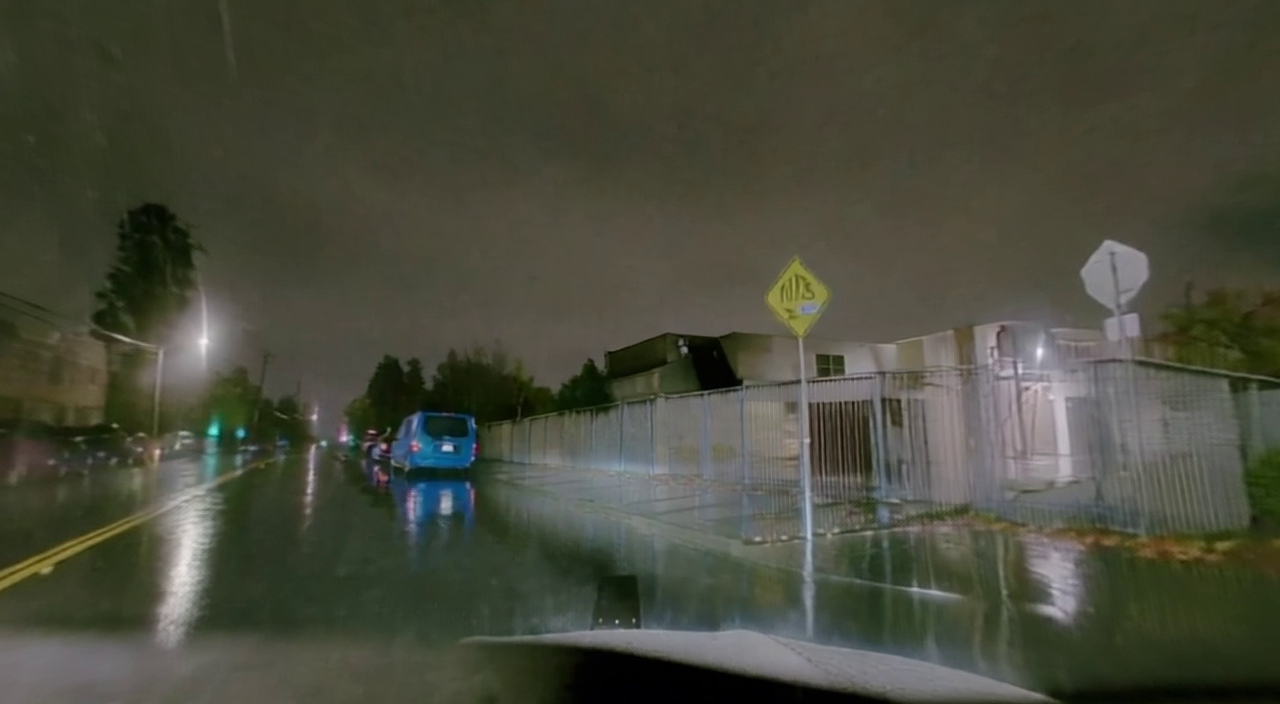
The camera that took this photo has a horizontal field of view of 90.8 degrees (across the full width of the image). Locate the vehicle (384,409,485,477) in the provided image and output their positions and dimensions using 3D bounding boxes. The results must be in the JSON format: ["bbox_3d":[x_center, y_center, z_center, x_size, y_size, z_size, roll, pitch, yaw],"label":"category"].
[{"bbox_3d":[-7.295,3.161,21.913,2.327,2.021,5.850,4,-9,-27],"label":"vehicle"}]

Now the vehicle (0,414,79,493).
[{"bbox_3d":[-17.133,2.730,17.007,1.857,1.908,4.081,4,-10,-26],"label":"vehicle"}]

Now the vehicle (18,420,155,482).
[{"bbox_3d":[-19.984,3.590,23.194,2.304,1.937,5.720,2,-9,-26],"label":"vehicle"}]

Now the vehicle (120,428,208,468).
[{"bbox_3d":[-24.843,5.028,33.271,2.504,1.919,5.658,4,-9,-25],"label":"vehicle"}]
